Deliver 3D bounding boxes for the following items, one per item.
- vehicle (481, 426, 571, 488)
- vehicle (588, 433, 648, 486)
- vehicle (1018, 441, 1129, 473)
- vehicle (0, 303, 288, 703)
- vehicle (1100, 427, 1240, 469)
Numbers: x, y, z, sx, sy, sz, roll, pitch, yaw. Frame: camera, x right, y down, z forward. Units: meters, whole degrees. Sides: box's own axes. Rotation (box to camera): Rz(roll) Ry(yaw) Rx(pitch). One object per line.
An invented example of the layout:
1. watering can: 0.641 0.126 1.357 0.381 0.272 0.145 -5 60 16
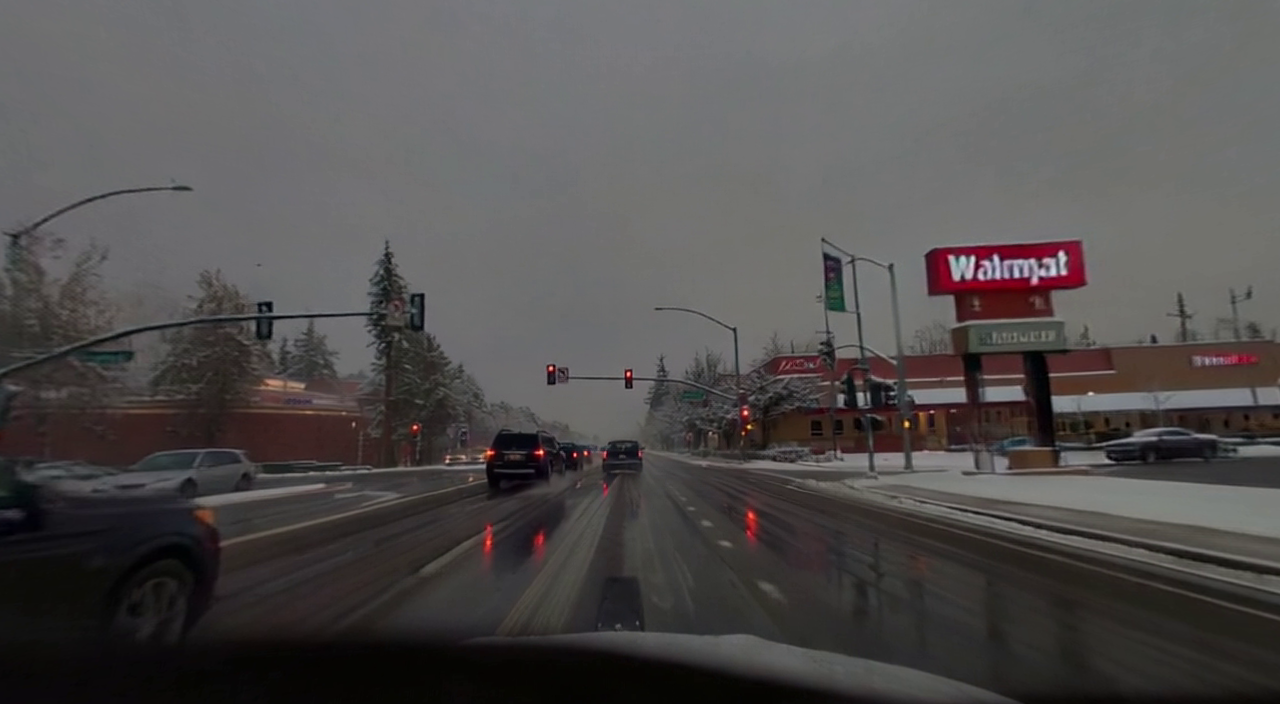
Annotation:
1. vehicle: -4.001 3.814 23.251 2.252 1.999 5.605 0 -8 0
2. vehicle: -0.789 4.008 23.866 2.061 1.809 4.141 0 -8 0
3. vehicle: 21.659 5.250 31.683 4.317 1.430 1.782 -1 -8 -5
4. vehicle: -3.657 0.683 2.039 2.159 1.877 4.925 0 -9 0
5. vehicle: 26.610 4.849 31.867 5.039 1.877 2.076 -2 -8 0
